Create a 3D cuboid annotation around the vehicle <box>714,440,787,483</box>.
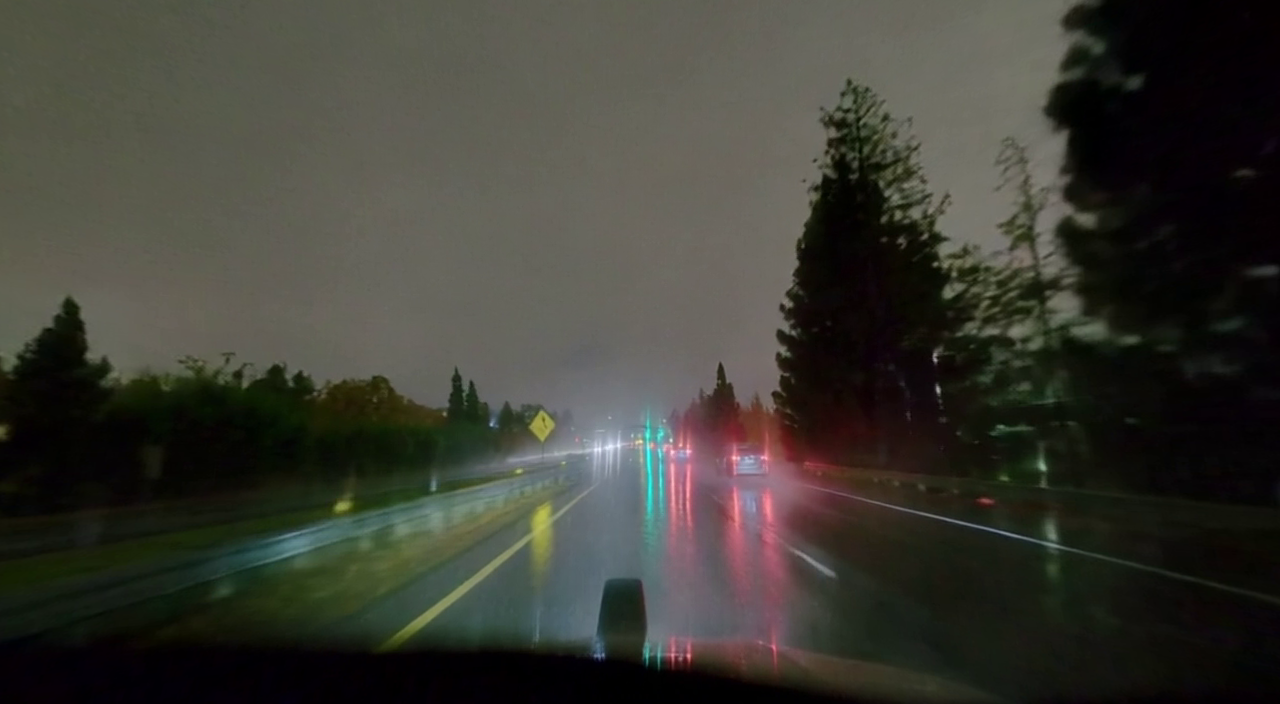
[{"bbox_3d":[4.266,4.296,25.087,2.042,1.518,4.477,0,-8,-1],"label":"vehicle"}]
